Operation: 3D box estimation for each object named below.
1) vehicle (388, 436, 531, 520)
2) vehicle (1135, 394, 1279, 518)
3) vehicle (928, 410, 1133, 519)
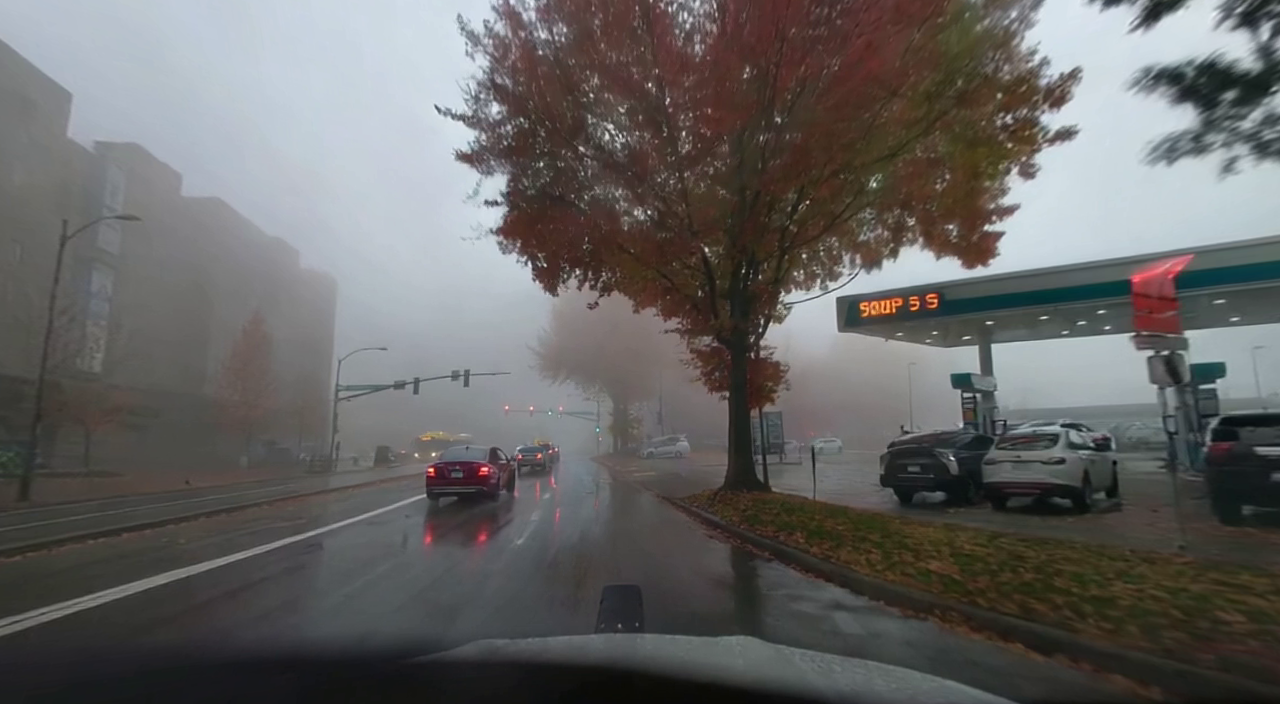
[{"bbox_3d":[-3.636,2.602,13.485,2.092,1.507,4.078,0,-9,-4],"label":"vehicle"},{"bbox_3d":[9.624,1.553,9.682,4.986,1.521,2.202,7,-12,-43],"label":"vehicle"},{"bbox_3d":[7.378,2.012,11.652,4.481,1.610,2.048,7,-12,-43],"label":"vehicle"}]
